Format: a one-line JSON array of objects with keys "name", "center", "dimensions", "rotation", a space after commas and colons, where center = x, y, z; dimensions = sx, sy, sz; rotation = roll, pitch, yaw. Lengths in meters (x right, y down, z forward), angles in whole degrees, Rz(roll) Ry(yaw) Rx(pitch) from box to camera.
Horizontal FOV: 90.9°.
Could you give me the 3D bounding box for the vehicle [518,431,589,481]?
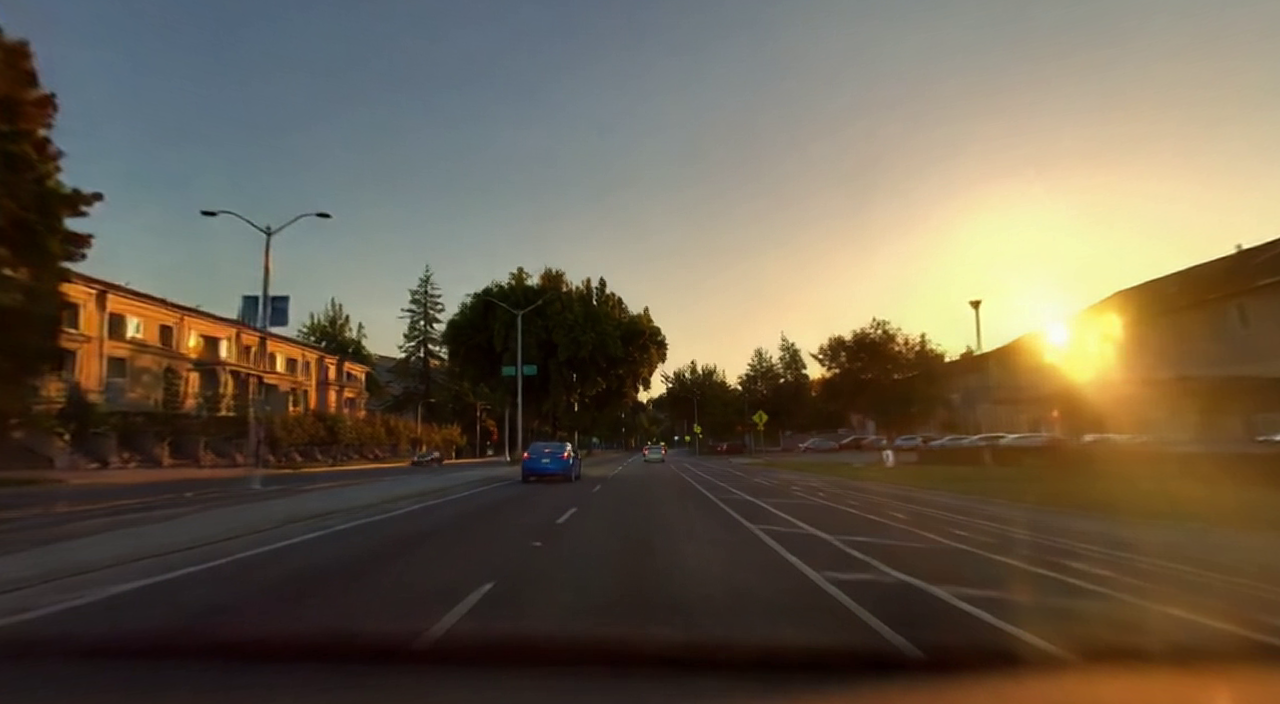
[{"name": "vehicle", "center": [-3.346, 4.135, 25.313], "dimensions": [2.150, 1.812, 4.423], "rotation": [0, -8, 1]}]
